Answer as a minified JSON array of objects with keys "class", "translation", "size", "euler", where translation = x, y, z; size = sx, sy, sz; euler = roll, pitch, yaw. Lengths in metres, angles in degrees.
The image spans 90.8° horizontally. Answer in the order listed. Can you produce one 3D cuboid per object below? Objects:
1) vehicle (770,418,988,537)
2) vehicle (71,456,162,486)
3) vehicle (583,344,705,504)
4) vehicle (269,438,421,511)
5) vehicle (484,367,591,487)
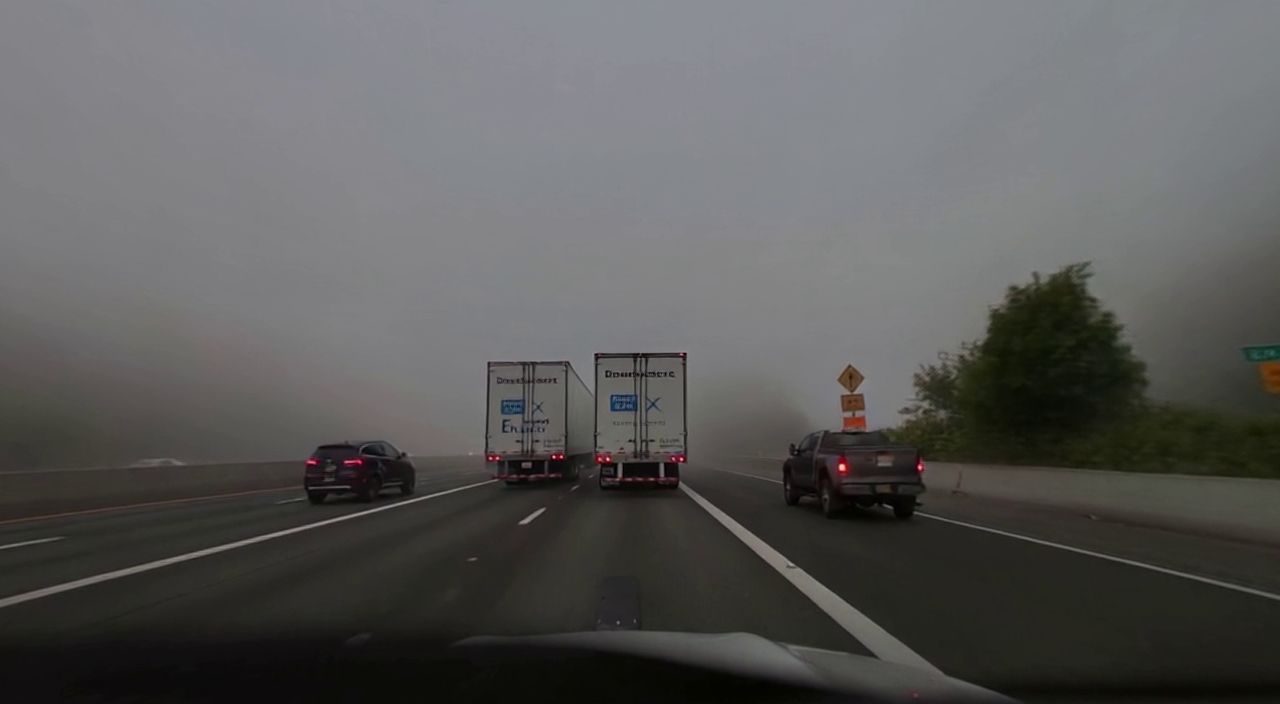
[{"class":"vehicle","translation":[4.051,2.222,11.803],"size":[2.136,1.753,4.644],"euler":[0,-9,-2]},{"class":"vehicle","translation":[-28.055,6.352,33.986],"size":[1.708,1.448,3.699],"euler":[0,-9,-1]},{"class":"vehicle","translation":[0.039,2.436,20.135],"size":[2.910,3.828,9.805],"euler":[0,-9,-1]},{"class":"vehicle","translation":[-7.712,3.208,17.111],"size":[2.017,1.694,4.420],"euler":[0,-9,-1]},{"class":"vehicle","translation":[-3.936,3.392,27.331],"size":[2.888,4.154,10.960],"euler":[0,-9,-1]}]
